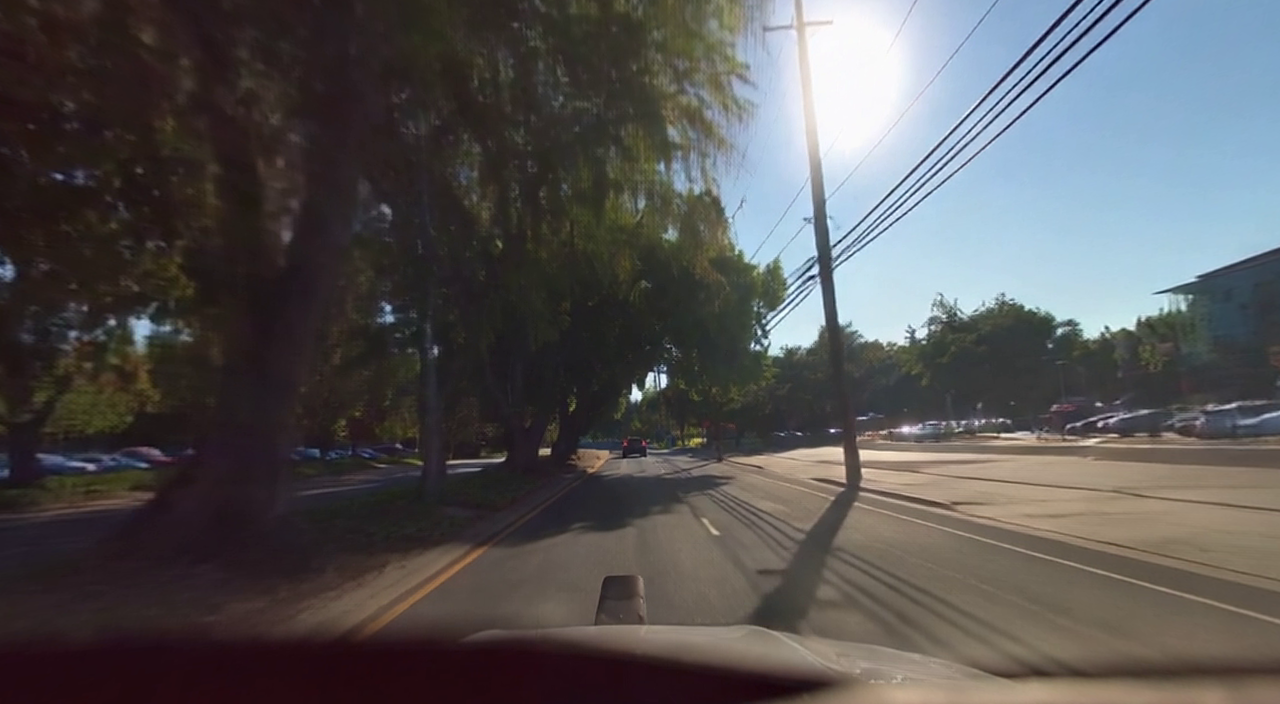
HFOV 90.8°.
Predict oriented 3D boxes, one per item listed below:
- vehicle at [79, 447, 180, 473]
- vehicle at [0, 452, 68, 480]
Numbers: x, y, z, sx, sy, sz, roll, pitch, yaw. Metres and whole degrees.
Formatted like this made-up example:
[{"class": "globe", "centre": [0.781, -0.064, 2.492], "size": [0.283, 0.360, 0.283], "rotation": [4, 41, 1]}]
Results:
[{"class": "vehicle", "centre": [-34.131, 7.213, 42.354], "size": [4.662, 1.660, 2.312], "rotation": [0, -8, -2]}, {"class": "vehicle", "centre": [-34.306, 6.220, 34.610], "size": [4.052, 1.467, 1.937], "rotation": [0, -9, 1]}]
